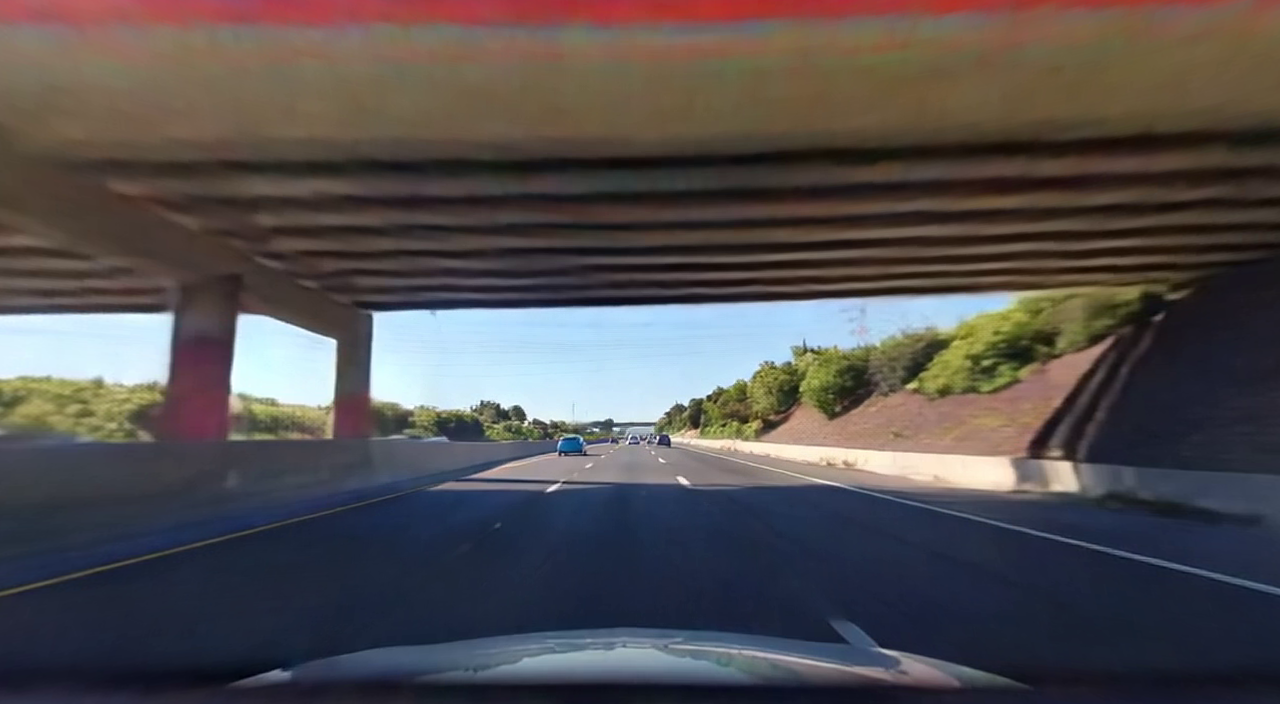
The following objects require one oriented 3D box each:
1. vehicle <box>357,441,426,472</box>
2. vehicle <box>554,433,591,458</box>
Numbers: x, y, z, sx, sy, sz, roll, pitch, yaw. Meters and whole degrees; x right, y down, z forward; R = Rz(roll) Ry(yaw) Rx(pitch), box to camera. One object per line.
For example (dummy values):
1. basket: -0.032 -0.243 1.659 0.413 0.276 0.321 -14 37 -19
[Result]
1. vehicle: -12.608 5.306 32.260 1.810 1.449 4.182 0 -8 1
2. vehicle: -4.492 6.300 42.606 2.074 1.535 4.437 0 -8 0
